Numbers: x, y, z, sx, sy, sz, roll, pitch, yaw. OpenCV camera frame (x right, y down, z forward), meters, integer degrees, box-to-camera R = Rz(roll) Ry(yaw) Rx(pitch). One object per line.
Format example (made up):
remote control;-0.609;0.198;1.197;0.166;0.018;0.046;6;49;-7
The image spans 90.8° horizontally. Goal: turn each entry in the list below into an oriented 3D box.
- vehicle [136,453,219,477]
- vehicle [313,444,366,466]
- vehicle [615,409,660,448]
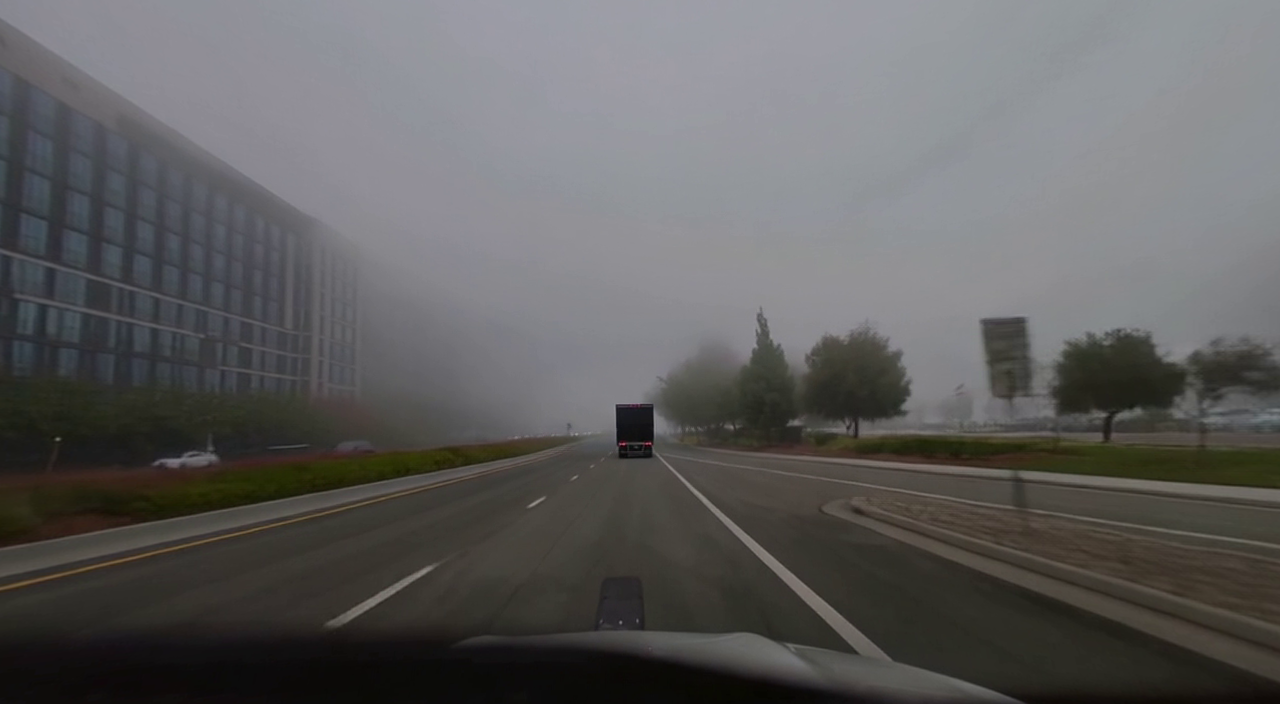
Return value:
vehicle;-31.294;7.654;42.954;1.949;1.501;4.566;-1;-9;5
vehicle;-20.613;7.064;43.501;1.744;1.467;3.945;0;-9;0
vehicle;-0.218;4.072;33.066;2.178;1.829;4.932;0;-9;-3
